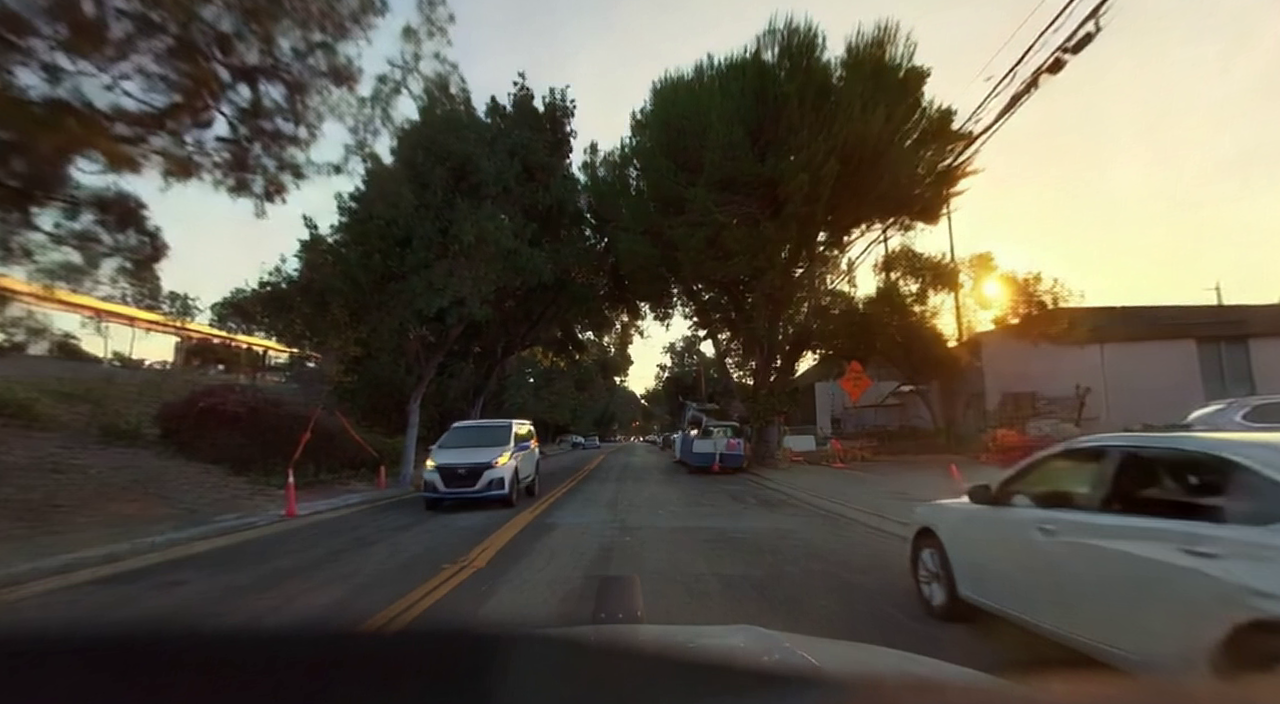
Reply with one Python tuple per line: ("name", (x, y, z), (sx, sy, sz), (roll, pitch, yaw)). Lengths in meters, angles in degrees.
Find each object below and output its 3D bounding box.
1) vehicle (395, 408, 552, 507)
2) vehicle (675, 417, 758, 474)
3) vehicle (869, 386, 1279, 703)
("vehicle", (-3.680, 2.504, 15.369), (2.358, 1.921, 5.675), (0, -8, -1))
("vehicle", (3.040, 3.954, 26.766), (2.759, 2.114, 6.152), (0, -8, 0))
("vehicle", (3.144, 1.025, 3.244), (2.006, 1.482, 4.722), (0, -8, -2))
